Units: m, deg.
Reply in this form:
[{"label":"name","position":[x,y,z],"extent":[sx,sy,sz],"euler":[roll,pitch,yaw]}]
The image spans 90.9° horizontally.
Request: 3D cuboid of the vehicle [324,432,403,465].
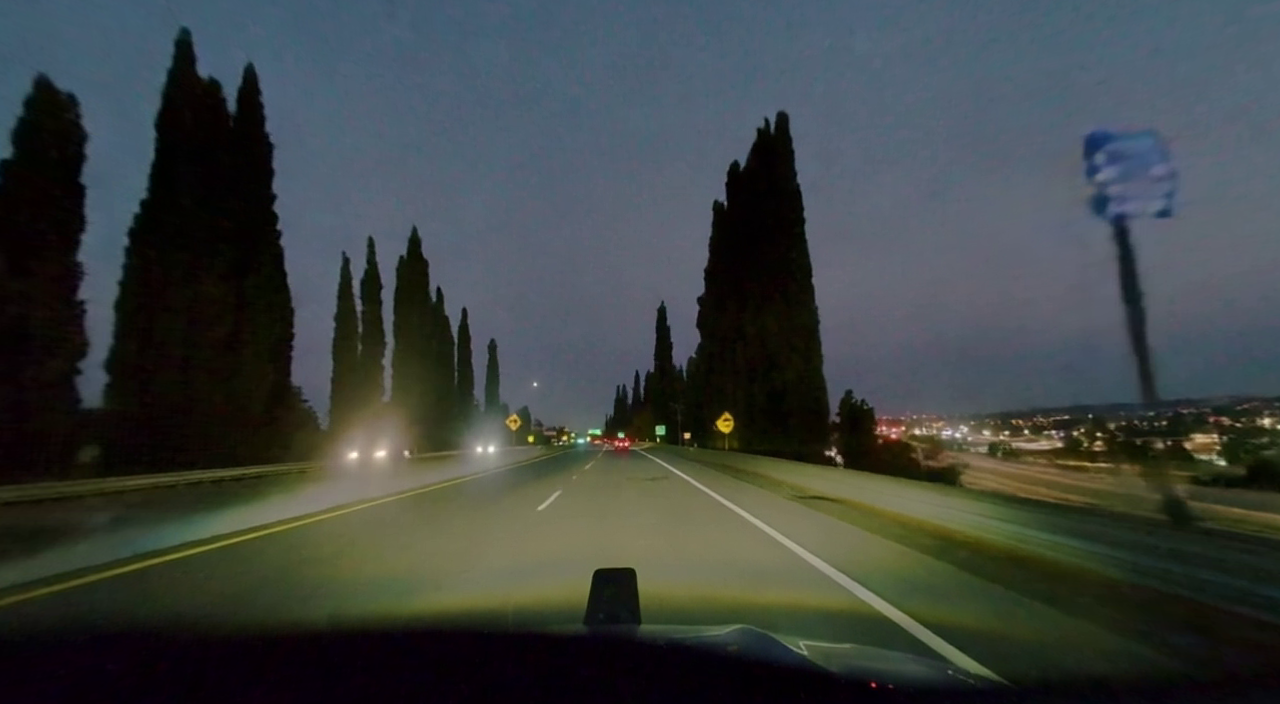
[{"label":"vehicle","position":[-13.392,4.666,30.819],"extent":[1.950,1.490,4.441],"euler":[0,-8,-2]}]
